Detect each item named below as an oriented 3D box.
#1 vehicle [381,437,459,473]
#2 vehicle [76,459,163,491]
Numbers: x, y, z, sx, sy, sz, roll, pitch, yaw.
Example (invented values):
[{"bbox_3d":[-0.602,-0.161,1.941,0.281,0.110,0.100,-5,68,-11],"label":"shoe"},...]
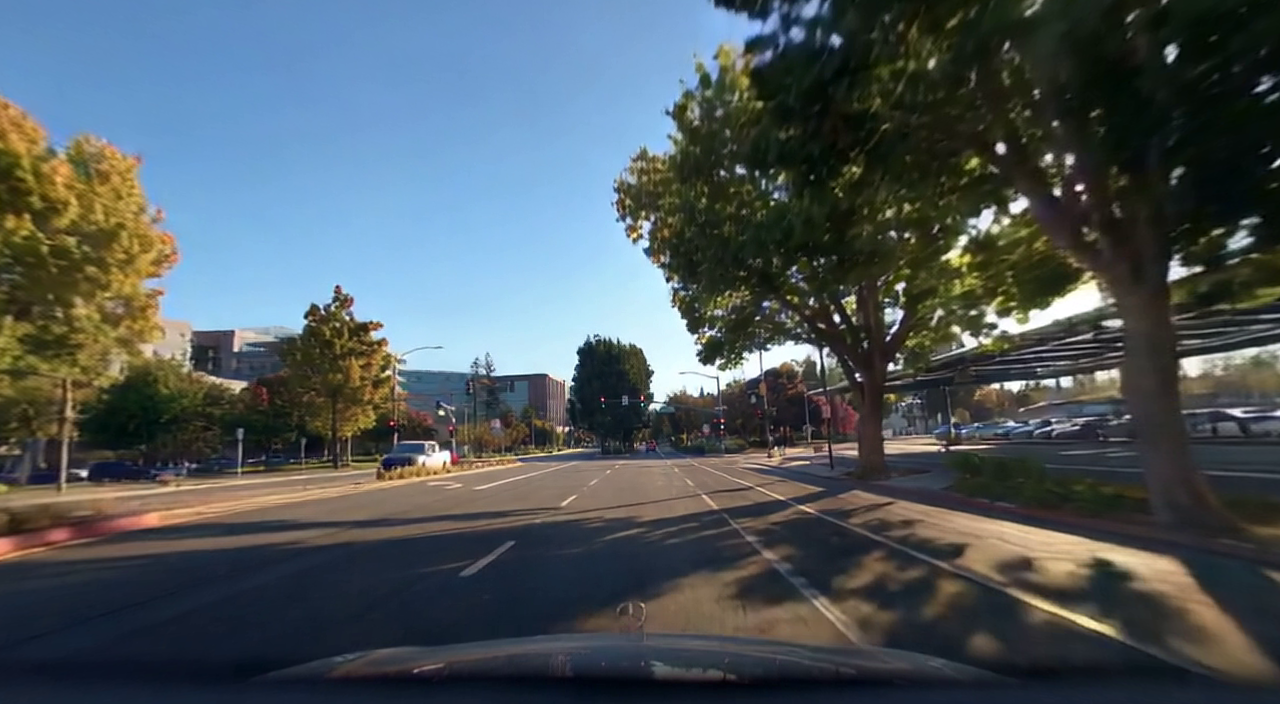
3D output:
[{"bbox_3d":[-12.353,5.814,35.852,2.225,1.876,5.661,0,-8,2],"label":"vehicle"},{"bbox_3d":[-34.402,8.108,41.871,2.020,1.812,4.914,1,-9,-8],"label":"vehicle"}]
